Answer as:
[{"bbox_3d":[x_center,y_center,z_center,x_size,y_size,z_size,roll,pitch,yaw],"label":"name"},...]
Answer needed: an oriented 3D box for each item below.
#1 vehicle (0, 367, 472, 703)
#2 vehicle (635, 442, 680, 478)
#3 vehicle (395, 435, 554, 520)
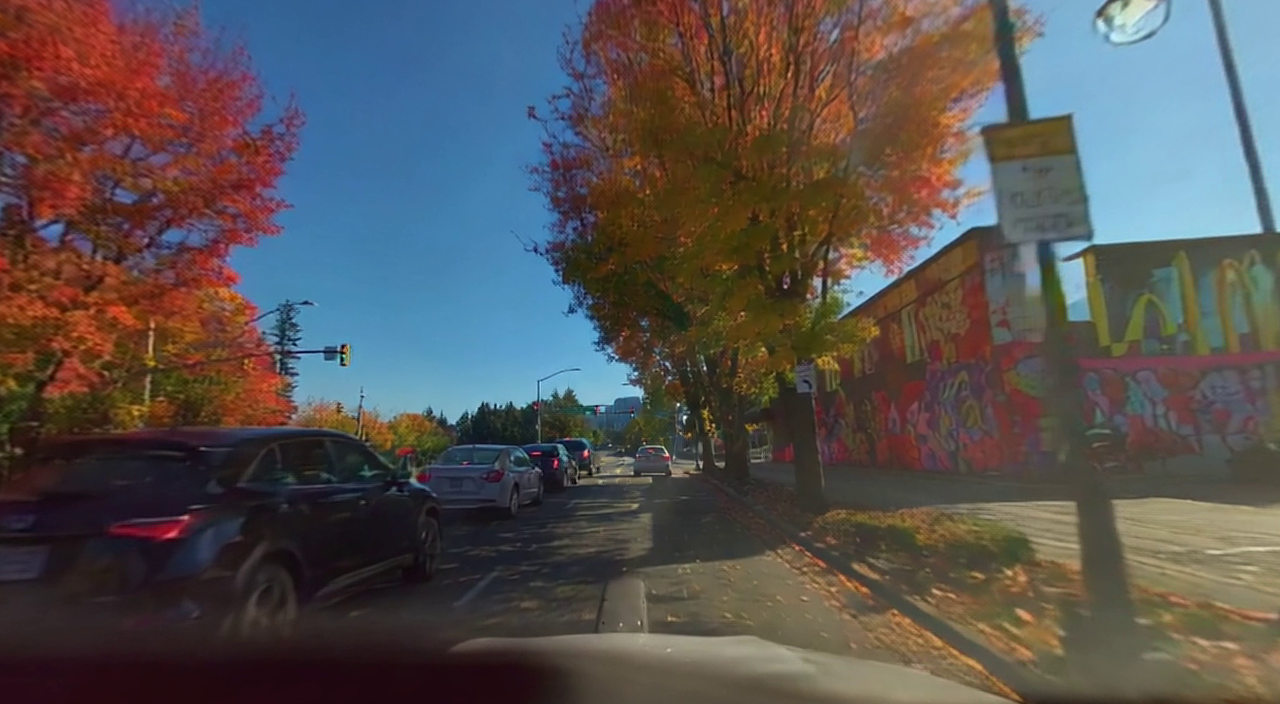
[{"bbox_3d":[-3.108,1.233,5.073,2.165,1.663,4.513,0,-9,1],"label":"vehicle"},{"bbox_3d":[0.824,5.455,32.047,2.144,1.704,4.028,0,-9,0],"label":"vehicle"},{"bbox_3d":[-3.366,2.667,13.989,2.090,1.506,4.823,0,-9,1],"label":"vehicle"}]
